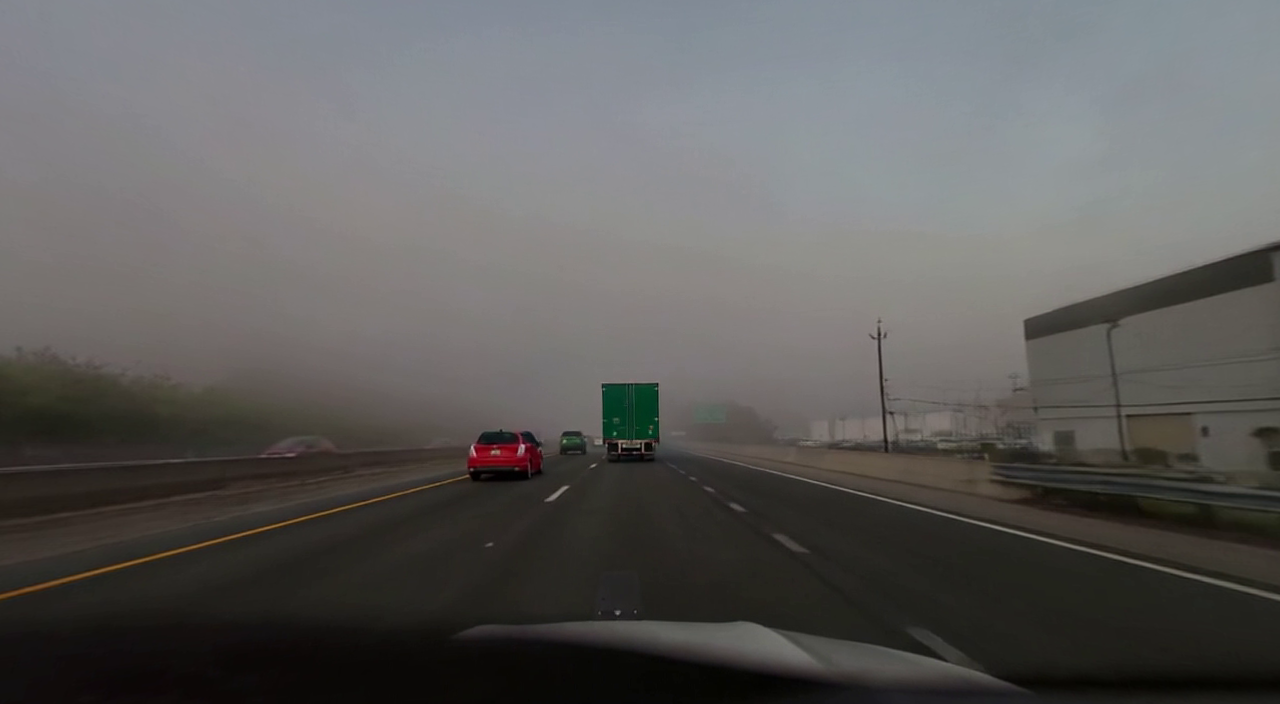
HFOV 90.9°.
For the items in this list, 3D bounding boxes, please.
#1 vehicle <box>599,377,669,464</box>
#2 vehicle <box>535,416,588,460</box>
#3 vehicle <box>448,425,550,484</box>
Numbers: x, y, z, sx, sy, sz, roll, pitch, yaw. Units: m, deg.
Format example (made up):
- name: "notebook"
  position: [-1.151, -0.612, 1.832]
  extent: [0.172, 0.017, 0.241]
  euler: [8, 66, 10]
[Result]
- name: "vehicle"
  position: [-0.389, 3.899, 34.659]
  extent: [3.259, 4.066, 9.891]
  euler: [0, -8, -1]
- name: "vehicle"
  position: [-5.191, 5.807, 42.749]
  extent: [2.717, 2.714, 6.997]
  euler: [0, -8, -1]
- name: "vehicle"
  position: [-4.266, 3.187, 20.027]
  extent: [2.005, 1.602, 5.131]
  euler: [0, -8, 1]
